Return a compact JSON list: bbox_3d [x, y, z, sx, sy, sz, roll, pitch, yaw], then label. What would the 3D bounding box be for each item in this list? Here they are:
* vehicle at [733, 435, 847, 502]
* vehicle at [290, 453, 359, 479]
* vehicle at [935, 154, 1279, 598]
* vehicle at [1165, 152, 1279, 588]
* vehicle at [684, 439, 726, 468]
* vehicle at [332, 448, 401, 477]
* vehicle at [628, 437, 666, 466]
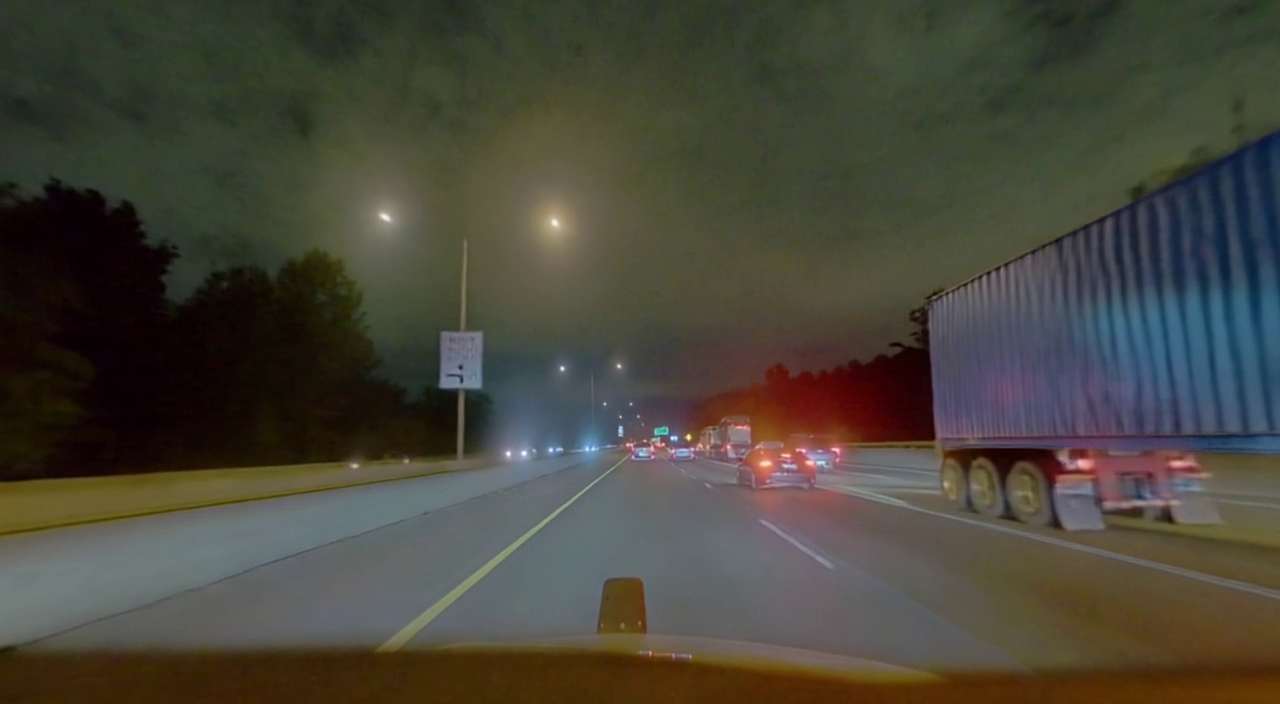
[{"bbox_3d":[3.732,2.973,16.546,1.888,1.501,4.608,0,-8,0],"label":"vehicle"},{"bbox_3d":[-20.734,7.478,41.455,2.070,1.492,4.641,0,-8,1],"label":"vehicle"},{"bbox_3d":[7.286,0.613,8.447,2.824,4.018,7.624,0,-8,0],"label":"vehicle"},{"bbox_3d":[7.275,-0.365,2.152,2.752,3.975,9.319,0,-8,0],"label":"vehicle"},{"bbox_3d":[3.933,6.195,38.591,2.084,1.668,4.511,0,-8,0],"label":"vehicle"},{"bbox_3d":[-17.038,6.879,39.346,2.123,1.677,4.721,0,-8,1],"label":"vehicle"},{"bbox_3d":[0.472,6.423,40.537,2.313,1.736,4.215,0,-8,1],"label":"vehicle"}]
